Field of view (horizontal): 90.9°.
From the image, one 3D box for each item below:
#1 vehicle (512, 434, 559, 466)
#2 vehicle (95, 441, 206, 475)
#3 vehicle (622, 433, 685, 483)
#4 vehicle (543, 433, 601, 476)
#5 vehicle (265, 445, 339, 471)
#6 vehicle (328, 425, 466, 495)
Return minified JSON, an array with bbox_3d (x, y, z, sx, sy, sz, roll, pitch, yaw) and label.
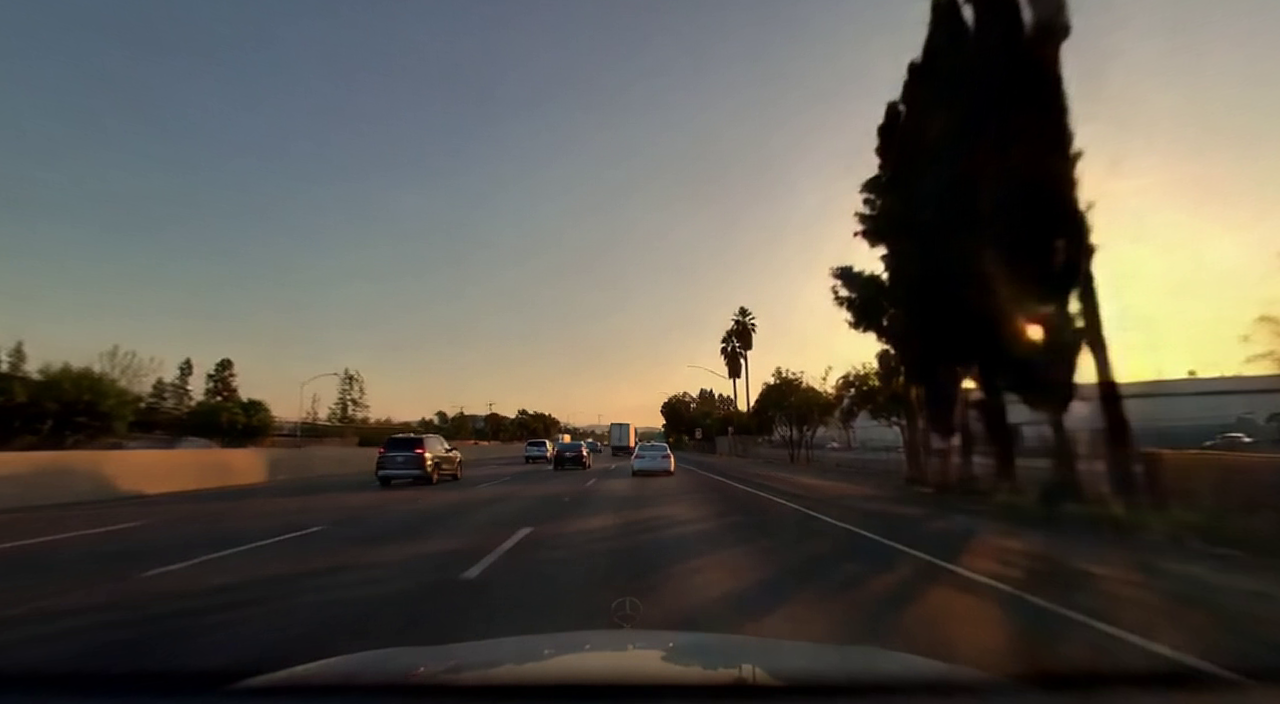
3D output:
[{"bbox_3d":[-6.837,6.476,41.755,2.085,1.932,4.967,-1,-8,2],"label":"vehicle"},{"bbox_3d":[-23.894,5.150,31.000,1.851,1.503,4.403,0,-8,1],"label":"vehicle"},{"bbox_3d":[0.465,3.928,23.709,2.136,1.678,4.052,0,-8,0],"label":"vehicle"},{"bbox_3d":[-3.099,4.809,29.870,2.108,1.832,4.549,0,-8,2],"label":"vehicle"},{"bbox_3d":[-19.987,6.244,37.489,1.916,1.441,4.343,0,-8,1],"label":"vehicle"},{"bbox_3d":[-6.953,3.151,18.714,2.105,1.790,4.689,0,-8,1],"label":"vehicle"}]
